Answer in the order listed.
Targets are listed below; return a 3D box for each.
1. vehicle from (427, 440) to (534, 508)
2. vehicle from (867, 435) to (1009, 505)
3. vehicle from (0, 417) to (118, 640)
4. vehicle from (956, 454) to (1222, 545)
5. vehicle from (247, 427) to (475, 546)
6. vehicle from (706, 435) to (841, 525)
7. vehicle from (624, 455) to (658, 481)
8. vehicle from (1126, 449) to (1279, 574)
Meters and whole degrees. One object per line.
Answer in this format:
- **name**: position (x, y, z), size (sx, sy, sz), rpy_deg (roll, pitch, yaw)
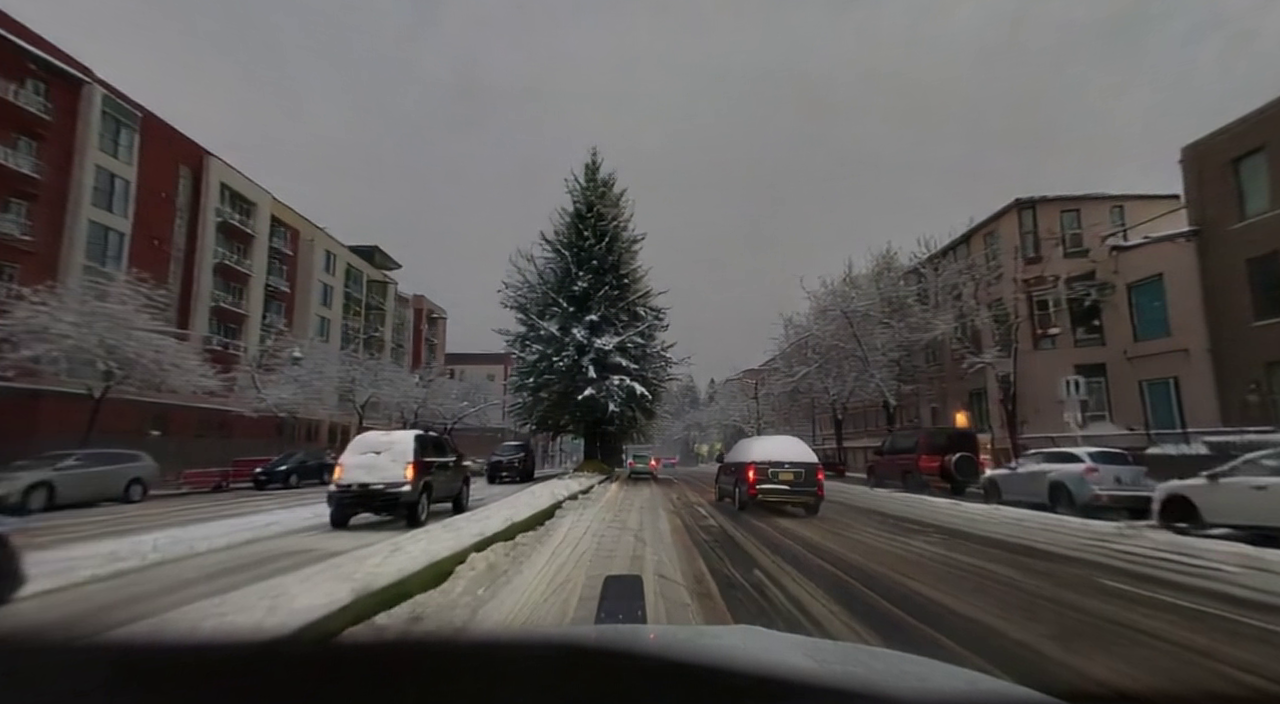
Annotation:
- **vehicle**: position (-4.861, 3.760, 20.202), size (2.009, 1.837, 5.590), rpy_deg (0, -8, 0)
- **vehicle**: position (9.017, 3.597, 19.733), size (1.935, 1.875, 5.051), rpy_deg (0, -9, 0)
- **vehicle**: position (-5.494, 1.031, 2.927), size (2.062, 1.532, 4.830), rpy_deg (-2, -9, 0)
- **vehicle**: position (8.947, 2.936, 13.328), size (1.953, 1.455, 4.883), rpy_deg (0, -8, -1)
- **vehicle**: position (-5.006, 2.464, 12.386), size (2.275, 1.816, 4.923), rpy_deg (0, -8, -1)
- **vehicle**: position (3.044, 3.021, 15.620), size (2.129, 1.844, 4.767), rpy_deg (0, -8, -2)
- **vehicle**: position (0.002, 7.449, 40.828), size (2.059, 1.492, 4.033), rpy_deg (0, -8, -2)
- **vehicle**: position (9.060, 2.010, 7.902), size (1.962, 1.542, 4.999), rpy_deg (0, -8, 0)
